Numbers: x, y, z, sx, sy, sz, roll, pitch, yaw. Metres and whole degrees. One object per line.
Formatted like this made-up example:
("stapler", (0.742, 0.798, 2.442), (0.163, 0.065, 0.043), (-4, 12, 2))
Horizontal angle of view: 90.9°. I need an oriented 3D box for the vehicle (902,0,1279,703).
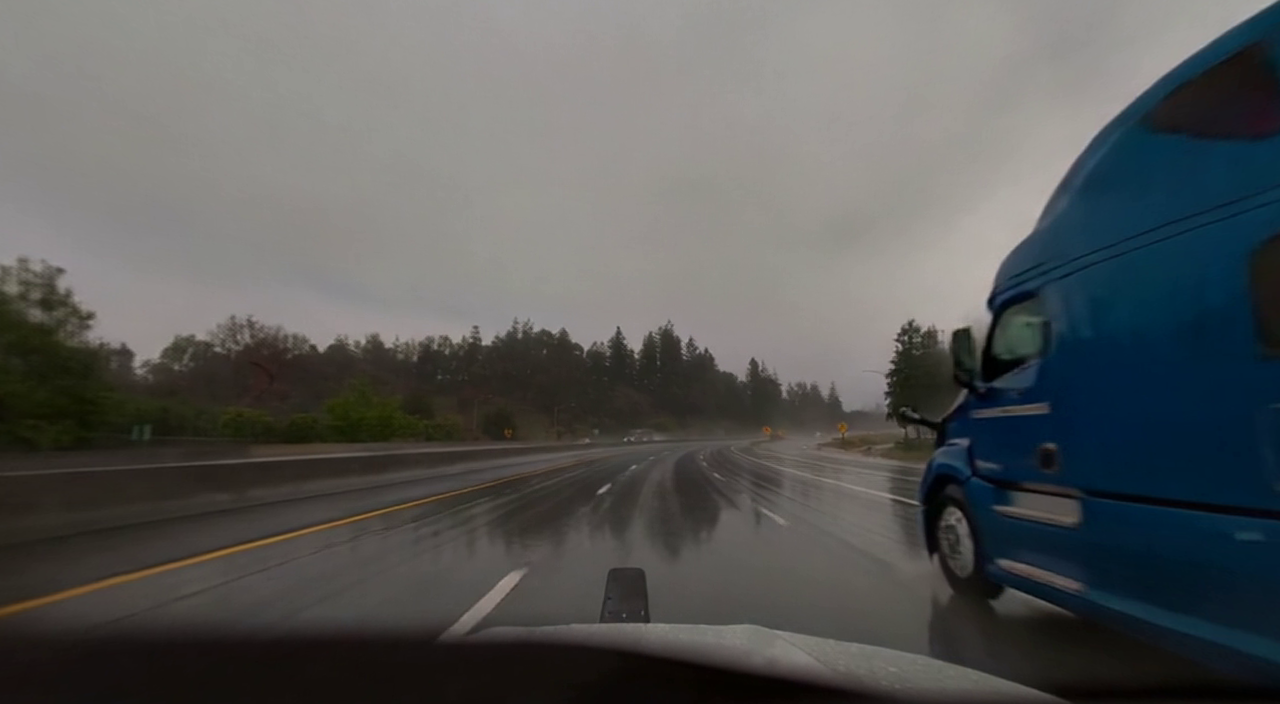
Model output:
("vehicle", (4.493, -0.245, 2.731), (2.997, 3.915, 8.330), (0, -8, 0))
